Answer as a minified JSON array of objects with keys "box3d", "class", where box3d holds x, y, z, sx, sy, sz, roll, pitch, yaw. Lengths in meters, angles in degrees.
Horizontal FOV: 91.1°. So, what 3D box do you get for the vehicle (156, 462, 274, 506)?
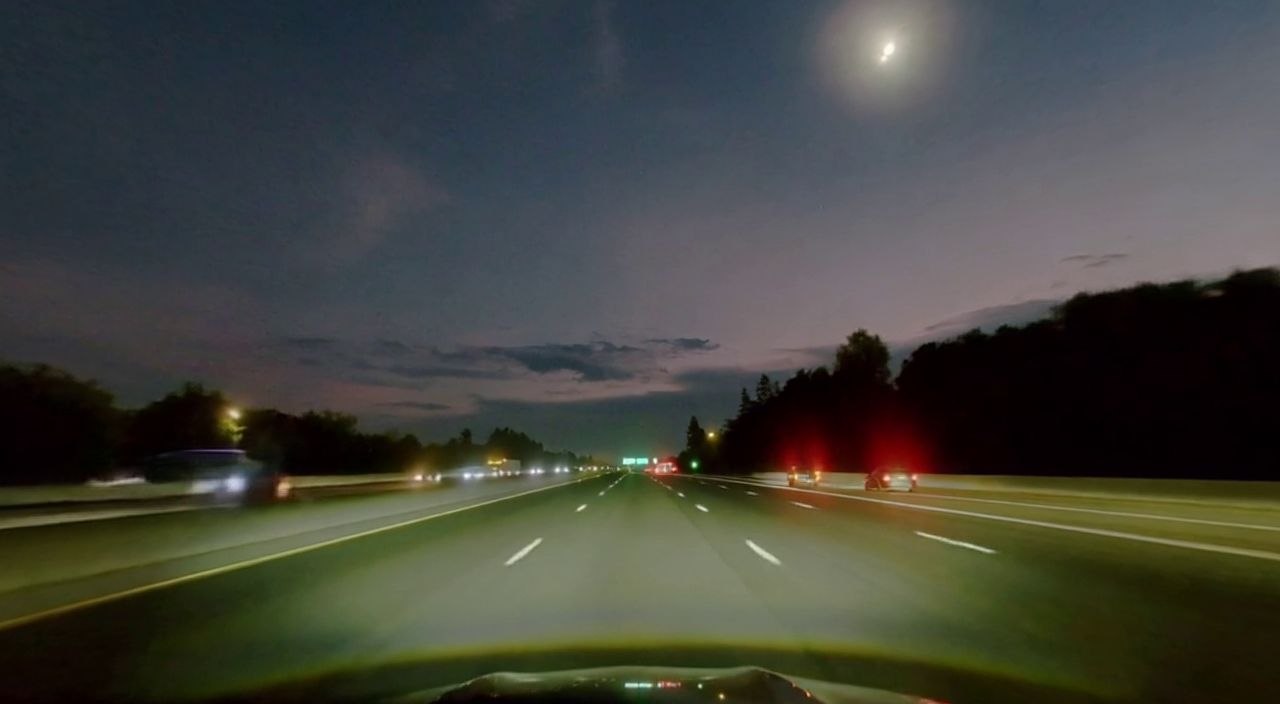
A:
[{"box3d":[-18.042,5.617,26.969,2.041,1.667,4.171,1,-10,1],"class":"vehicle"}]
